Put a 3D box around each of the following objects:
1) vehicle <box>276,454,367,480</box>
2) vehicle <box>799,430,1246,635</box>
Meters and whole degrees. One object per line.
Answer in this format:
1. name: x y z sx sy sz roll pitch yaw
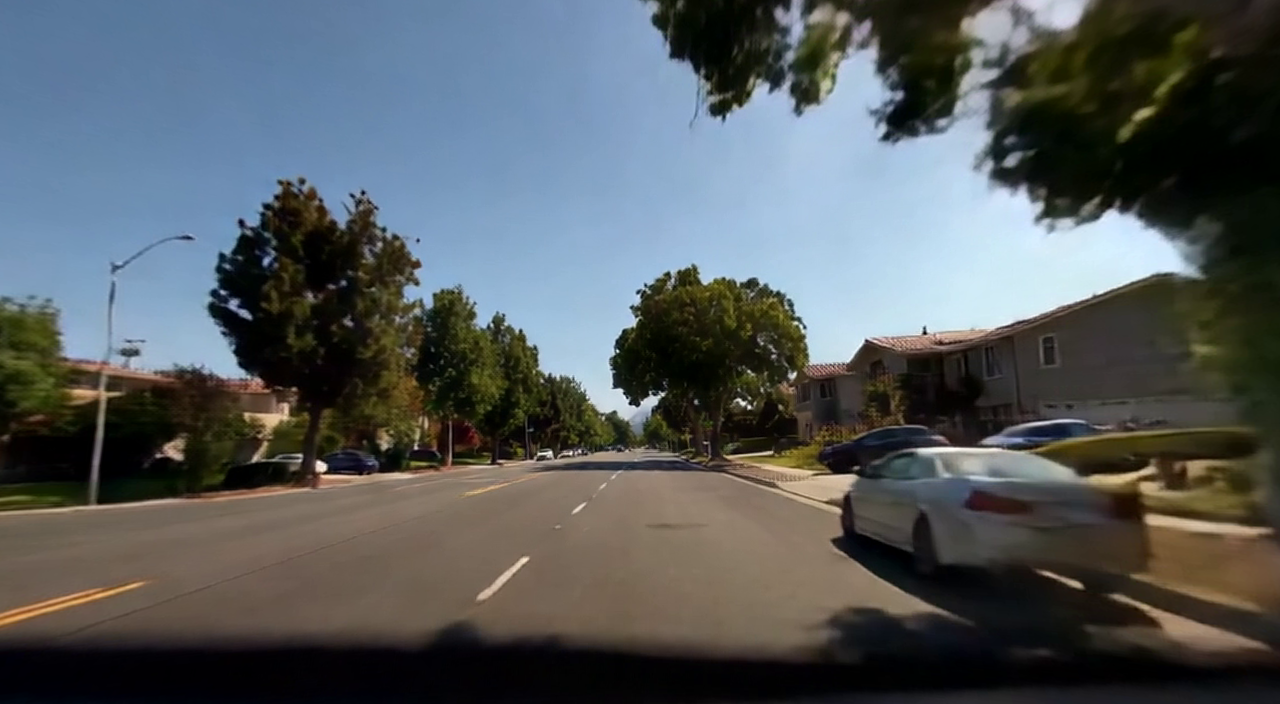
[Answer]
1. vehicle: -18.736 6.747 37.285 4.450 1.409 1.990 6 -10 -36
2. vehicle: 3.517 1.722 7.282 2.037 1.518 4.904 0 -8 -1
